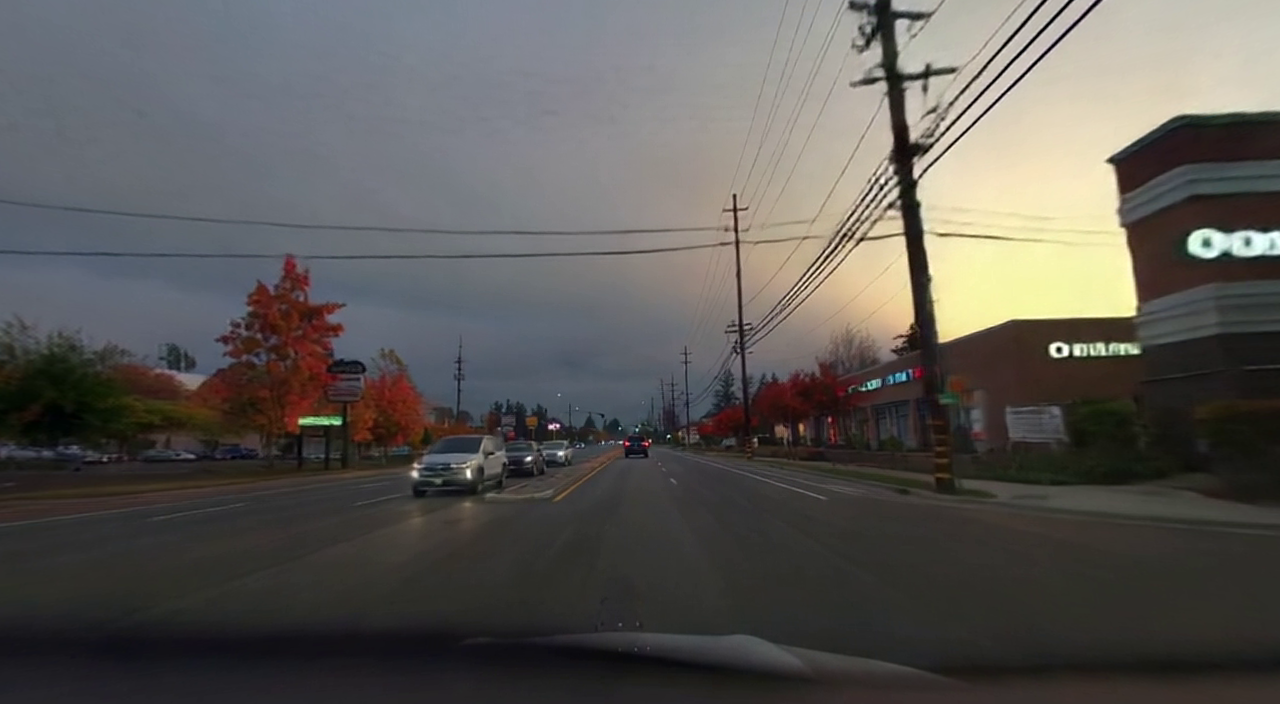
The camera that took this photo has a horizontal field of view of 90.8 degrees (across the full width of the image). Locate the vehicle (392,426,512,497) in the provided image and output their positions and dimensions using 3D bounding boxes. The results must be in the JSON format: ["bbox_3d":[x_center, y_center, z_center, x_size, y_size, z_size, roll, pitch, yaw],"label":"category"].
[{"bbox_3d":[-5.623,3.332,19.677,2.278,1.828,4.970,-2,-8,-1],"label":"vehicle"}]

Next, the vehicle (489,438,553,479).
[{"bbox_3d":[-5.135,4.614,27.773,1.909,1.524,4.614,-2,-8,0],"label":"vehicle"}]
